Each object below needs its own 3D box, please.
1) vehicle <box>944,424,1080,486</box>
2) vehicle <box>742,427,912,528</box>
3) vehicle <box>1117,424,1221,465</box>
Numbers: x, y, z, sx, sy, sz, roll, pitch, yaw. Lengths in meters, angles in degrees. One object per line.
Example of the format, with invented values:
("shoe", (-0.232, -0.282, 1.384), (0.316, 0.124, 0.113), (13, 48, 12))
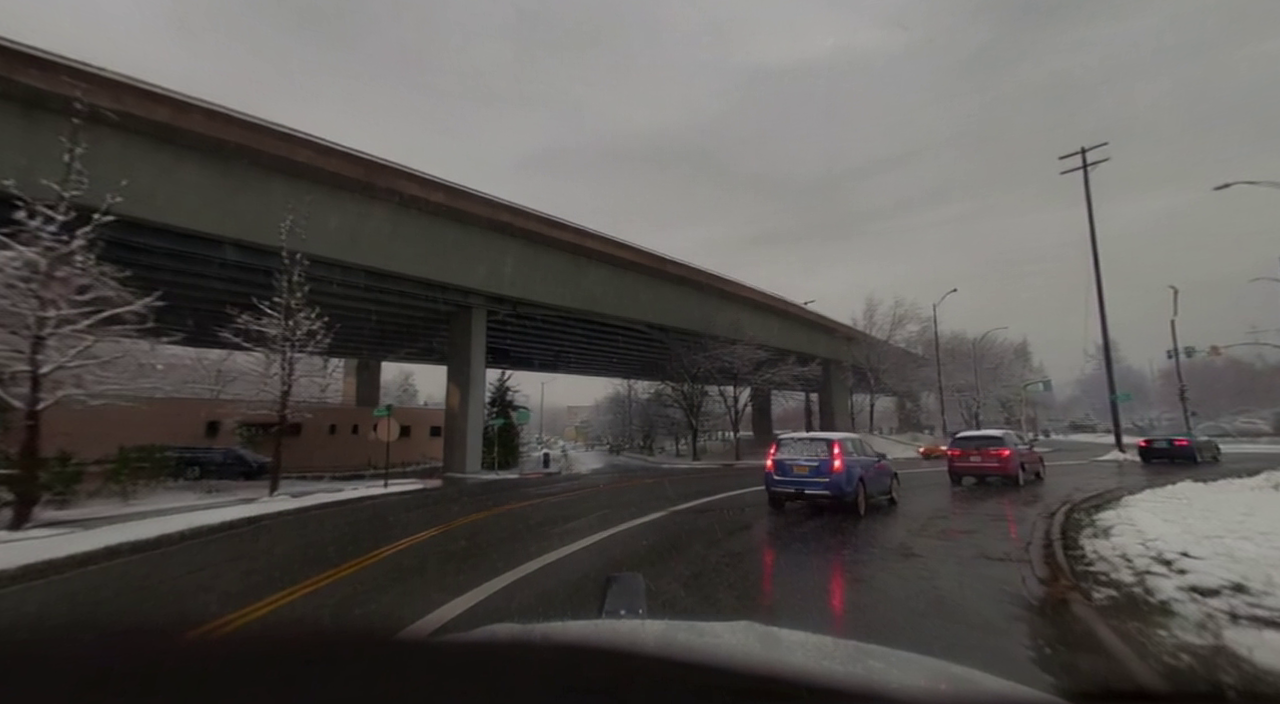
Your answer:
("vehicle", (12.962, 3.545, 21.931), (4.771, 1.885, 2.241), (6, -11, -36))
("vehicle", (3.889, 2.359, 12.543), (2.087, 1.578, 4.652), (-5, -10, 30))
("vehicle", (24.974, 4.368, 29.799), (4.310, 1.762, 1.995), (4, -9, -25))
